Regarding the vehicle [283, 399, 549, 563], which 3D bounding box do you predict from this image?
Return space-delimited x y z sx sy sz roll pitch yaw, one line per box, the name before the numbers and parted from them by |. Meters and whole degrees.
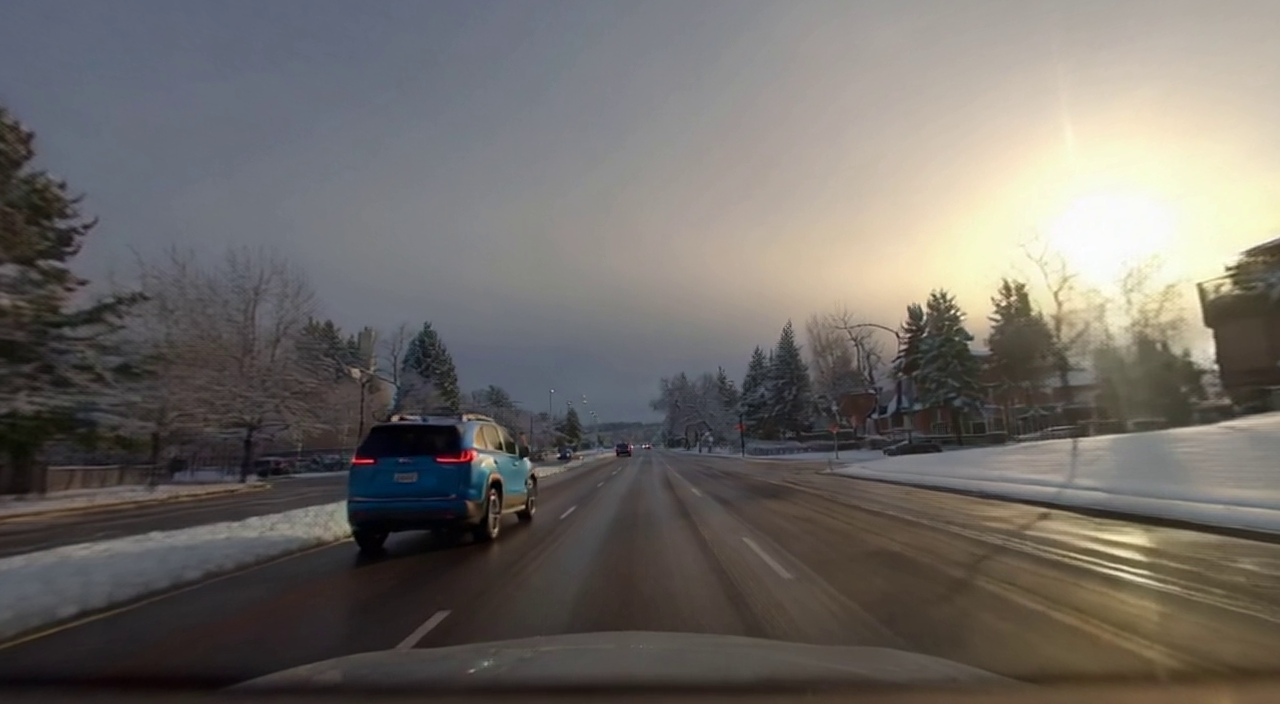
vehicle | -2.895 1.811 9.590 2.179 1.851 4.756 0 -8 1
